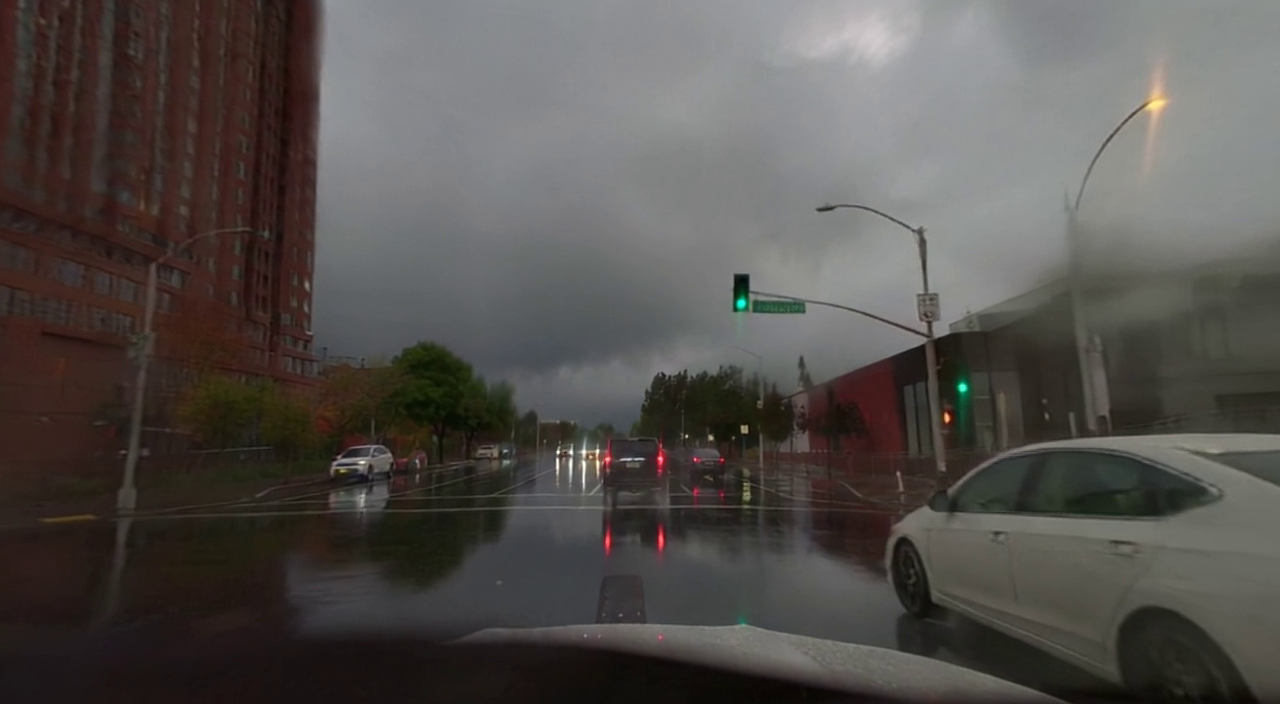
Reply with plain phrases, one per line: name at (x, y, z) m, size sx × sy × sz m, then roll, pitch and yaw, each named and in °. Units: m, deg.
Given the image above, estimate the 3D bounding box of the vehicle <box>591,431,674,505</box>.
vehicle at (-0.230, 3.287, 18.363) m, size 2.105 × 1.842 × 4.537 m, roll 0°, pitch -8°, yaw -1°

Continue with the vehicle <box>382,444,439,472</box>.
vehicle at (-14.311, 6.609, 39.667) m, size 1.891 × 1.659 × 4.360 m, roll 0°, pitch -8°, yaw 0°

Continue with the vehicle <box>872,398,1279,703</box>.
vehicle at (3.261, 1.140, 3.723) m, size 2.026 × 1.499 × 4.662 m, roll 0°, pitch -8°, yaw 0°

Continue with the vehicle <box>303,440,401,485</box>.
vehicle at (-14.273, 5.476, 31.782) m, size 2.191 × 2.011 × 5.556 m, roll 0°, pitch -8°, yaw 2°

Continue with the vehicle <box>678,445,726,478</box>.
vehicle at (2.901, 5.249, 30.537) m, size 1.852 × 1.462 × 4.155 m, roll 0°, pitch -8°, yaw -1°
